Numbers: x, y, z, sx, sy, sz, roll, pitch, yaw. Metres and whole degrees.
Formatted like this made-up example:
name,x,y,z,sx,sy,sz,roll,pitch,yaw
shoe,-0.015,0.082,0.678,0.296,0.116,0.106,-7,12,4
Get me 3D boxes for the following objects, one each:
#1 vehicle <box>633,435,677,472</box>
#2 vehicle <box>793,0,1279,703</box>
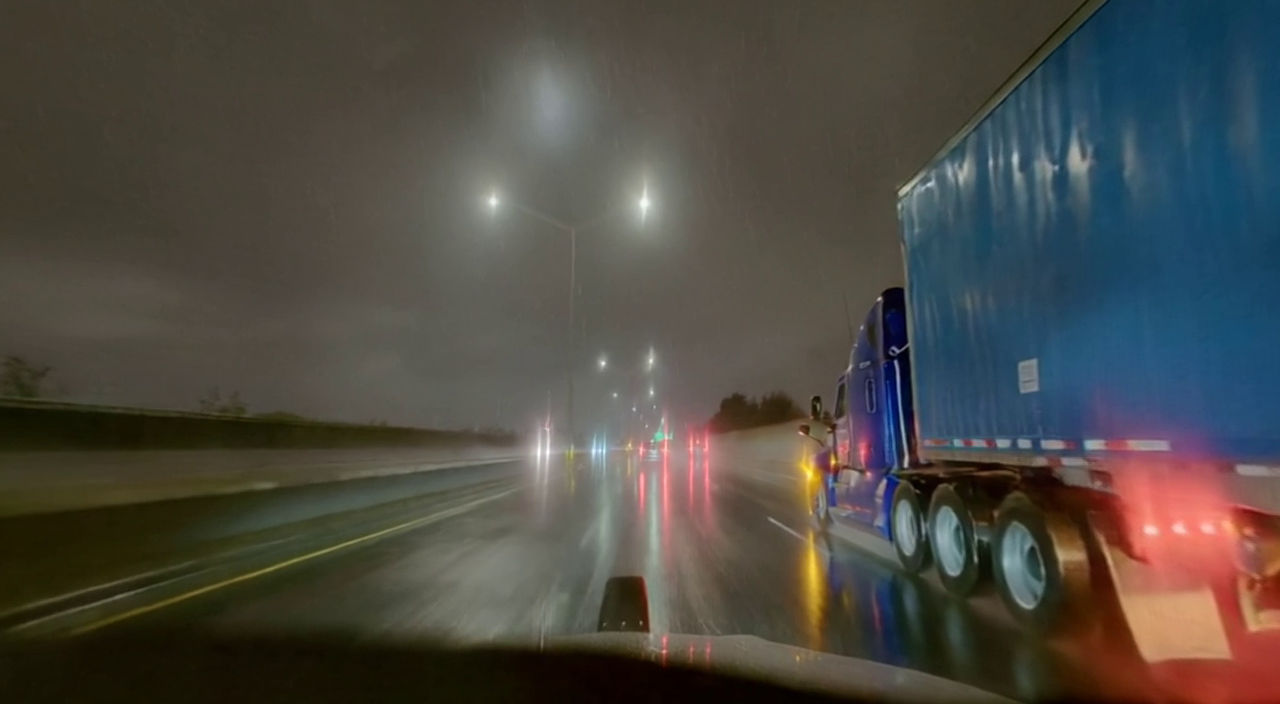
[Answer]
name,x,y,z,sx,sy,sz,roll,pitch,yaw
vehicle,0.752,5.462,34.127,2.205,1.860,4.301,0,-9,0
vehicle,4.411,0.425,7.590,3.030,3.985,8.655,-1,-9,1
